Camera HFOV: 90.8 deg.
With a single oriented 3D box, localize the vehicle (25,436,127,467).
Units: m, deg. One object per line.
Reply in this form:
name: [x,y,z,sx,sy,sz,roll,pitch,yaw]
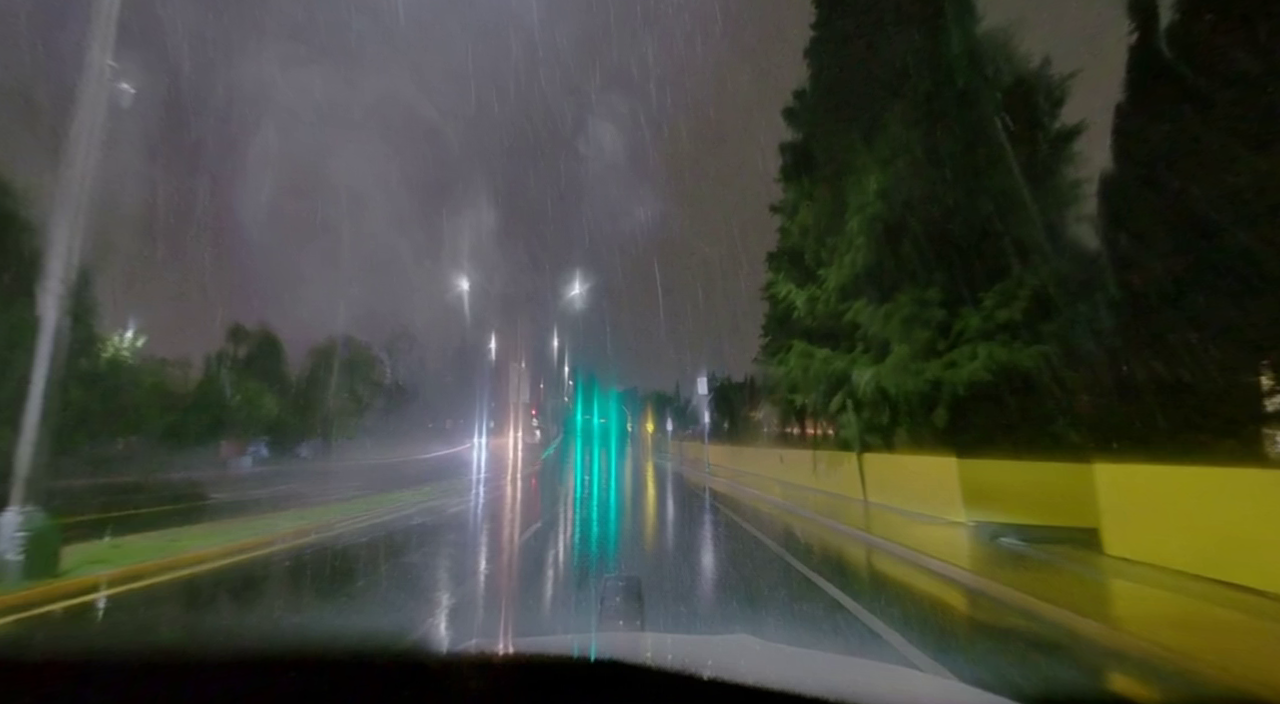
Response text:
vehicle: [-32.284,5.675,36.237,4.017,1.663,1.966,-1,-8,2]
